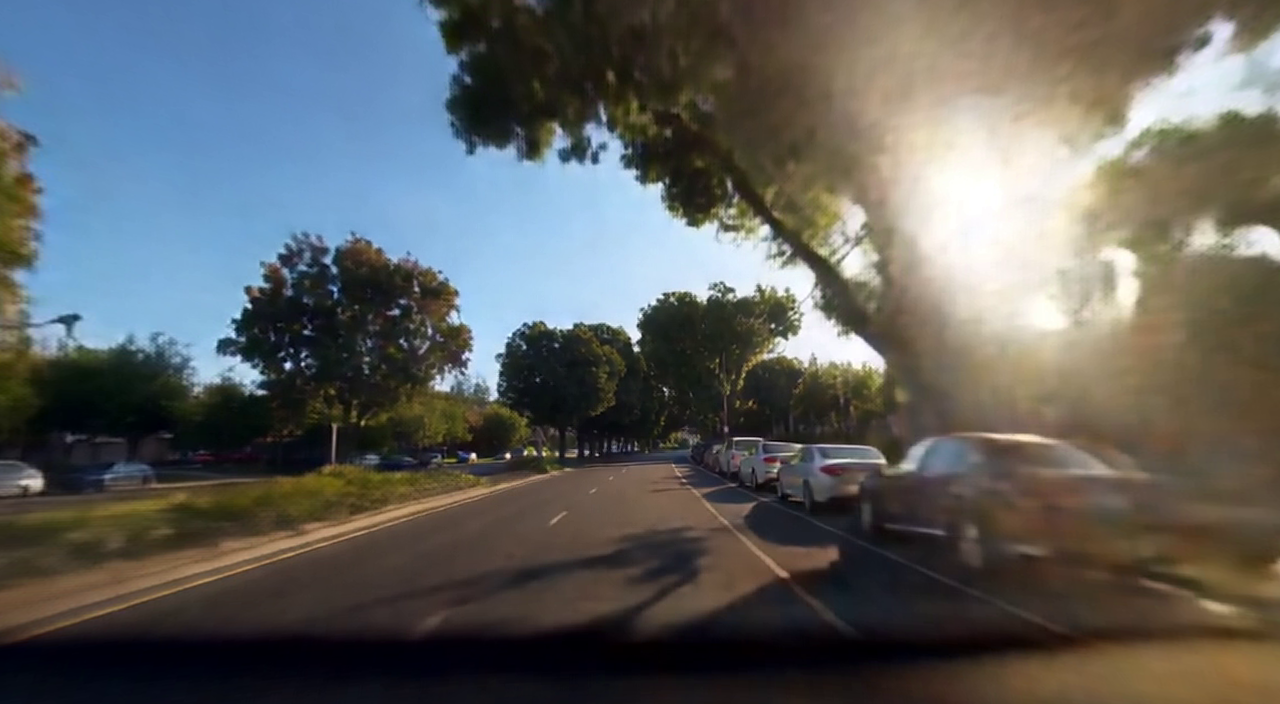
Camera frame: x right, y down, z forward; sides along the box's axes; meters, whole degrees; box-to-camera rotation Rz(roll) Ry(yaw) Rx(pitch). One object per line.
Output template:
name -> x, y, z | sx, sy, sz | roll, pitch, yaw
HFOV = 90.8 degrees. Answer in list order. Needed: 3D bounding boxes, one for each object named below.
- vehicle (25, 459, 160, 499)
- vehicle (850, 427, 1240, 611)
vehicle -> -23.558, 5.449, 27.464 | 1.805, 1.446, 4.556 | 0, -9, -1
vehicle -> 4.302, 1.746, 7.780 | 1.869, 1.523, 4.306 | -2, -7, -1
